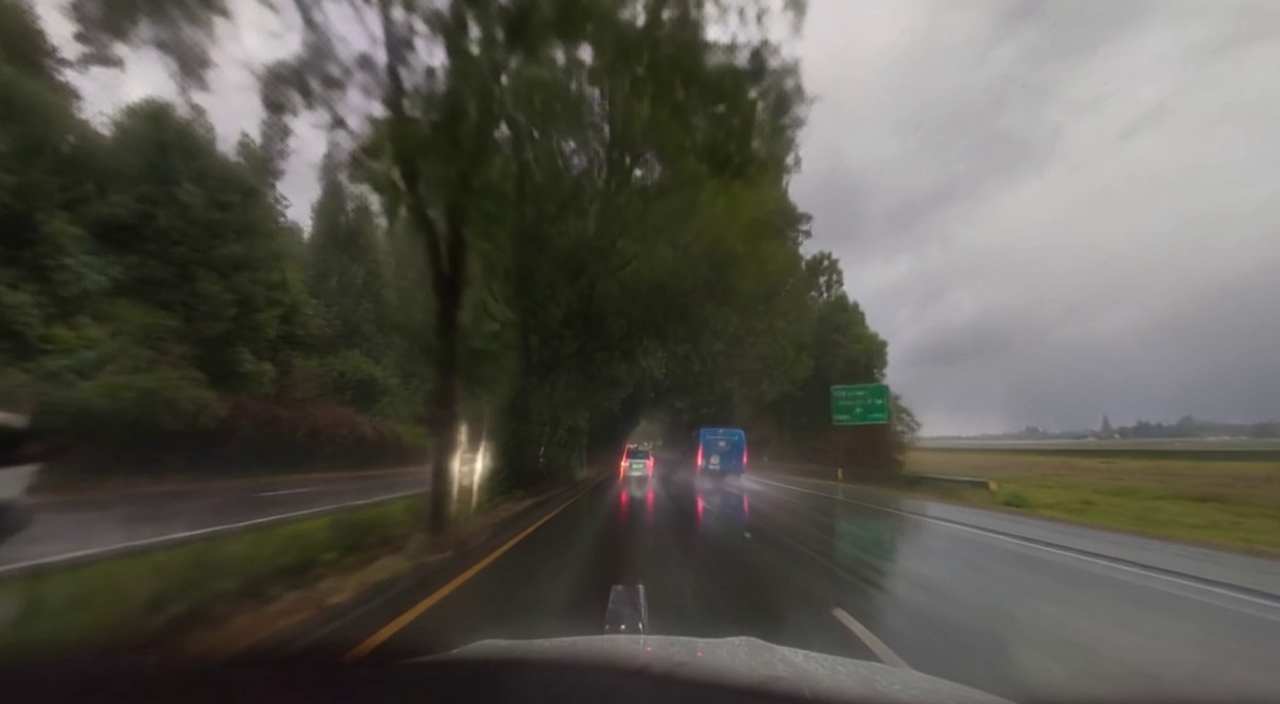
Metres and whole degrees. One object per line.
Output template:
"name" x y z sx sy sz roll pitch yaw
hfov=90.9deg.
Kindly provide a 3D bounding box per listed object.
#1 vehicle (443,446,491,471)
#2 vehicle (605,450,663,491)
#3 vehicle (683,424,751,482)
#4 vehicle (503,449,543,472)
"vehicle" -11.834 7.308 43.357 2.083 1.616 4.311 0 -9 0
"vehicle" -0.223 4.466 24.038 2.037 1.417 3.885 0 -9 -1
"vehicle" 3.786 5.148 32.237 2.513 2.633 5.930 0 -9 -2
"vehicle" -7.897 7.337 42.921 1.952 1.449 4.276 0 -9 0
